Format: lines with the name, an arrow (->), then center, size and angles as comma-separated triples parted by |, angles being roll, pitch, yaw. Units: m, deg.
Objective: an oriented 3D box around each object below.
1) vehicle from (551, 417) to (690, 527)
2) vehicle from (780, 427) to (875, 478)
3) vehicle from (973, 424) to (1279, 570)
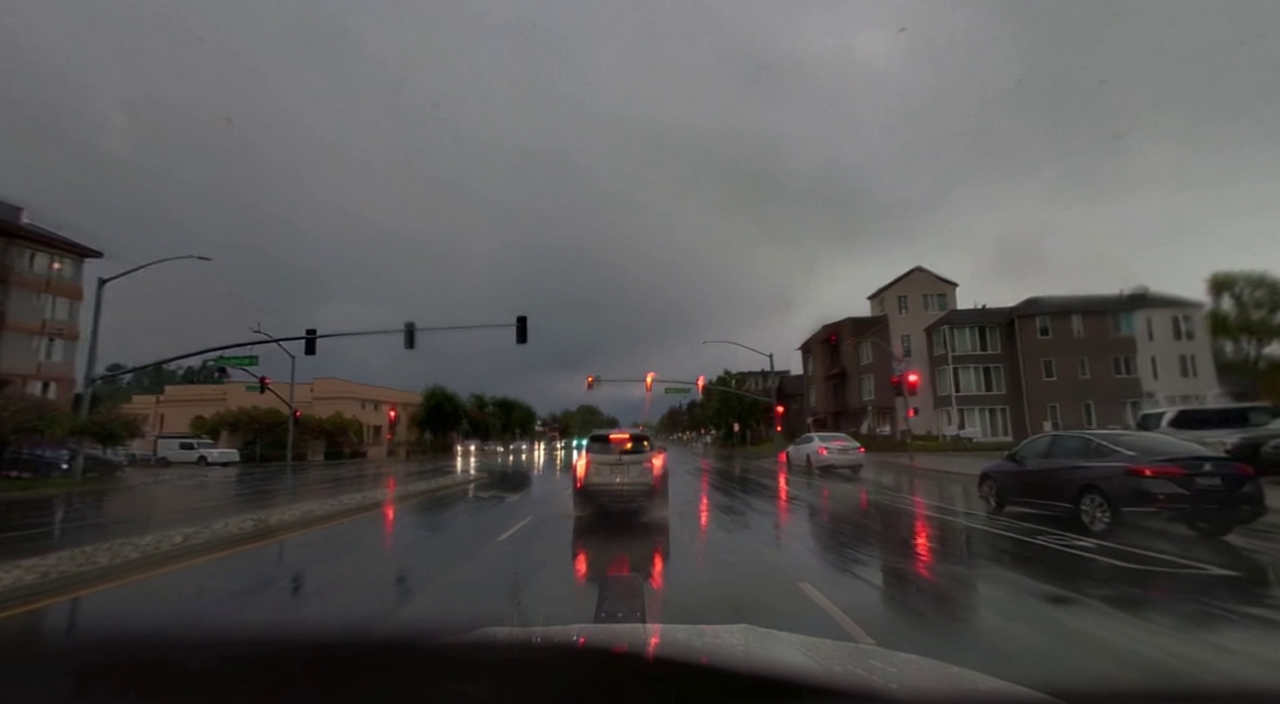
vehicle -> -0.303, 2.060, 11.304 | 2.032, 1.593, 3.896 | 0, -9, 0
vehicle -> 6.474, 3.549, 22.383 | 1.963, 1.611, 4.359 | 0, -9, -1
vehicle -> 6.447, 1.736, 8.355 | 1.768, 1.417, 4.213 | 0, -9, 0
